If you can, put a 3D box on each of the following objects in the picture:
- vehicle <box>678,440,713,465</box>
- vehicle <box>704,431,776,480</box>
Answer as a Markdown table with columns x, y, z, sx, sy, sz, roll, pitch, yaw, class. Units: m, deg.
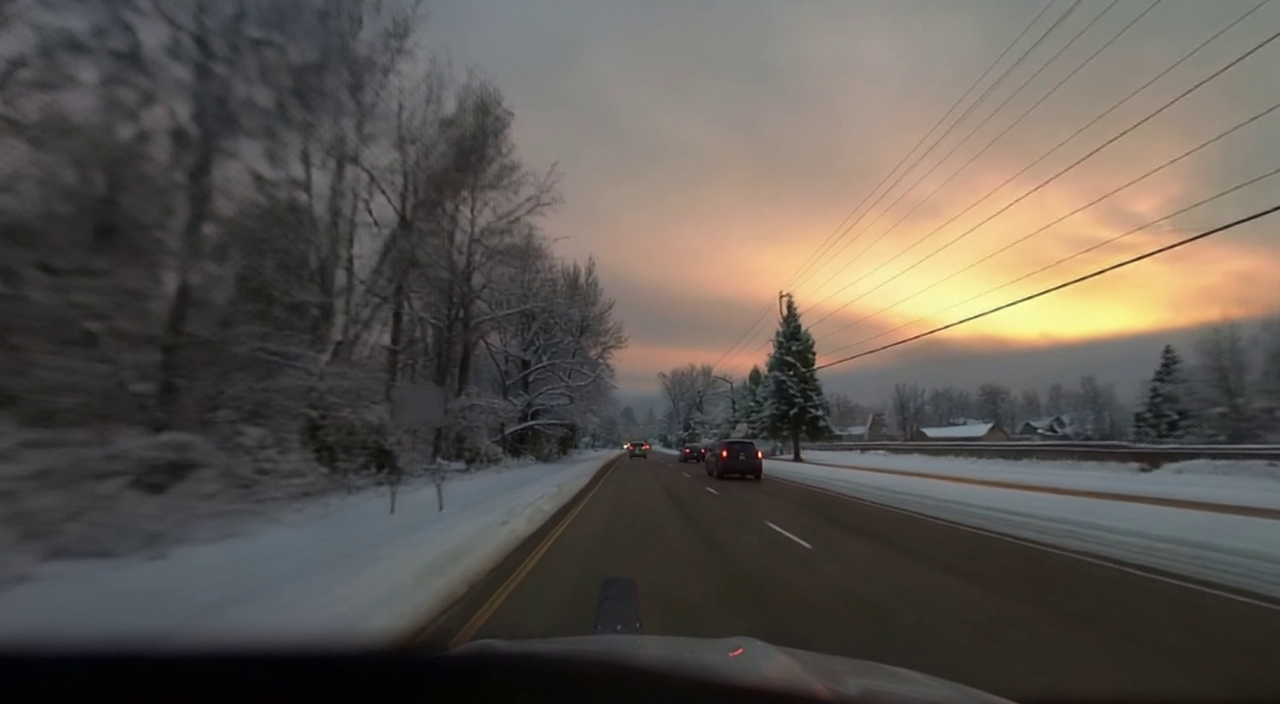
| x | y | z | sx | sy | sz | roll | pitch | yaw | class |
| --- | --- | --- | --- | --- | --- | --- | --- | --- | --- |
| 3.794 | 6.975 | 43.870 | 2.012 | 1.653 | 4.115 | 0 | -8 | -1 | vehicle |
| 4.024 | 4.280 | 26.317 | 2.112 | 1.825 | 4.574 | 0 | -8 | -2 | vehicle |
